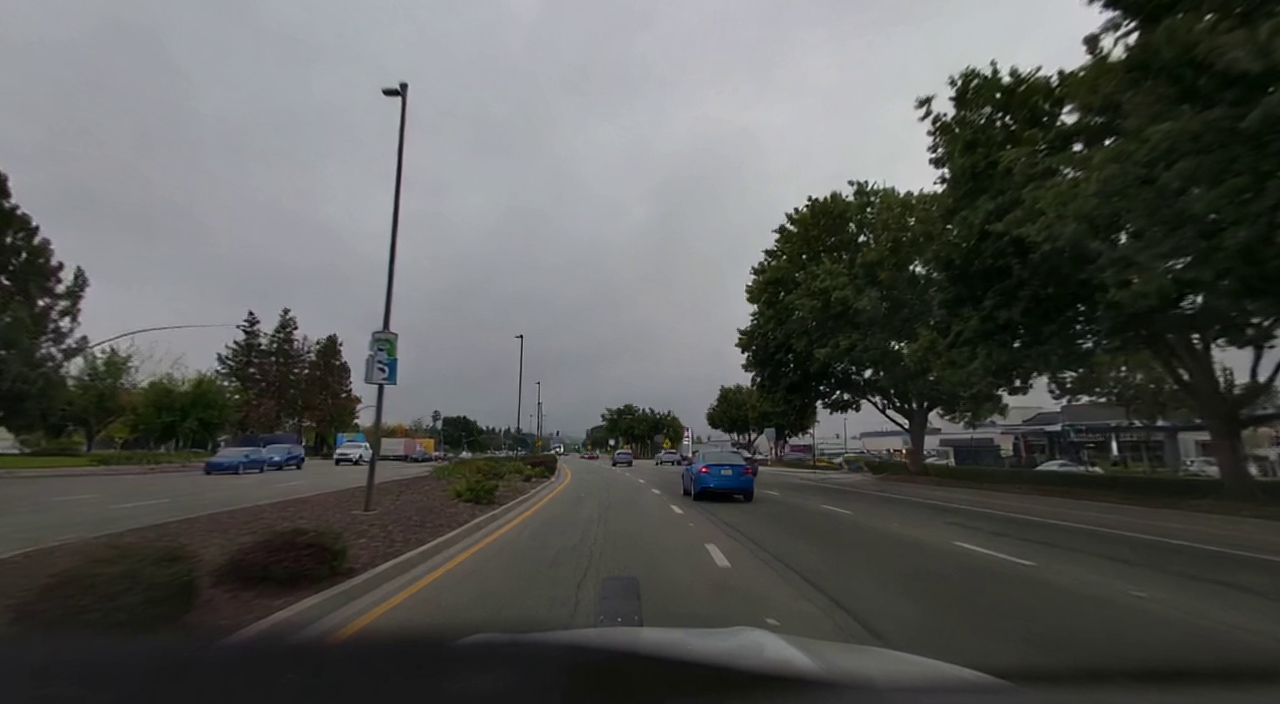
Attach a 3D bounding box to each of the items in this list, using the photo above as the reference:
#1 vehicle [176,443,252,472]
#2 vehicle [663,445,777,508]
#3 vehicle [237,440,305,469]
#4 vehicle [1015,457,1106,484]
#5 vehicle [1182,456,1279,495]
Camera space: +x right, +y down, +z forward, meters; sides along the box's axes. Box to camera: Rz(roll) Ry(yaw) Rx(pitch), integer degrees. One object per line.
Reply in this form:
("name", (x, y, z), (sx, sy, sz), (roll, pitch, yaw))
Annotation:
("vehicle", (-24.968, 6.190, 37.083), (1.689, 1.595, 4.293), (1, -9, -4))
("vehicle", (1.957, 3.235, 16.883), (2.256, 1.451, 4.313), (1, -9, -3))
("vehicle", (-25.214, 7.014, 43.219), (1.982, 1.811, 4.730), (1, -9, -3))
("vehicle", (28.172, 7.934, 42.376), (1.905, 1.561, 4.816), (3, -9, -18))
("vehicle", (32.027, 6.512, 33.410), (4.883, 1.887, 2.293), (2, -9, -13))
